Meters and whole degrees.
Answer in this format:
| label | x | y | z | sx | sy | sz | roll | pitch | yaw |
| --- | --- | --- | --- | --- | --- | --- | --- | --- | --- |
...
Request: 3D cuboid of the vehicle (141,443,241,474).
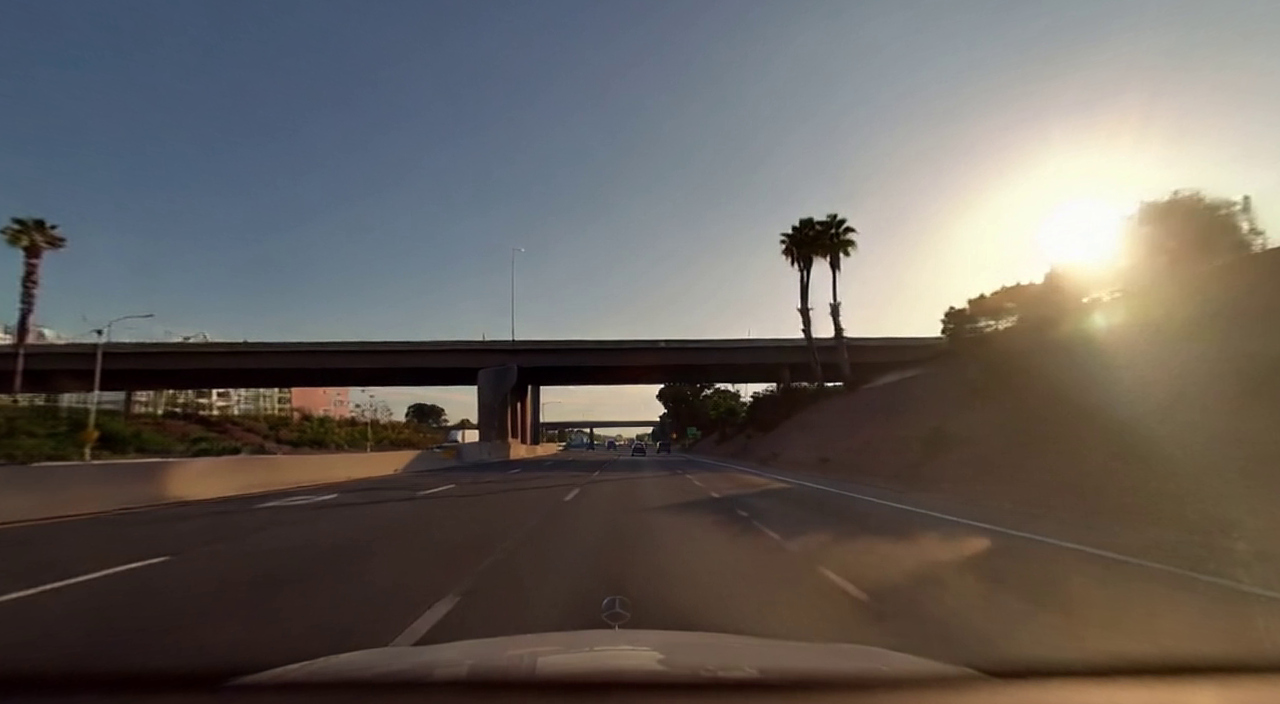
| label | x | y | z | sx | sy | sz | roll | pitch | yaw |
| --- | --- | --- | --- | --- | --- | --- | --- | --- | --- |
| vehicle | -25.314 | 5.982 | 35.869 | 2.291 | 1.600 | 4.605 | 0 | -8 | 0 |
